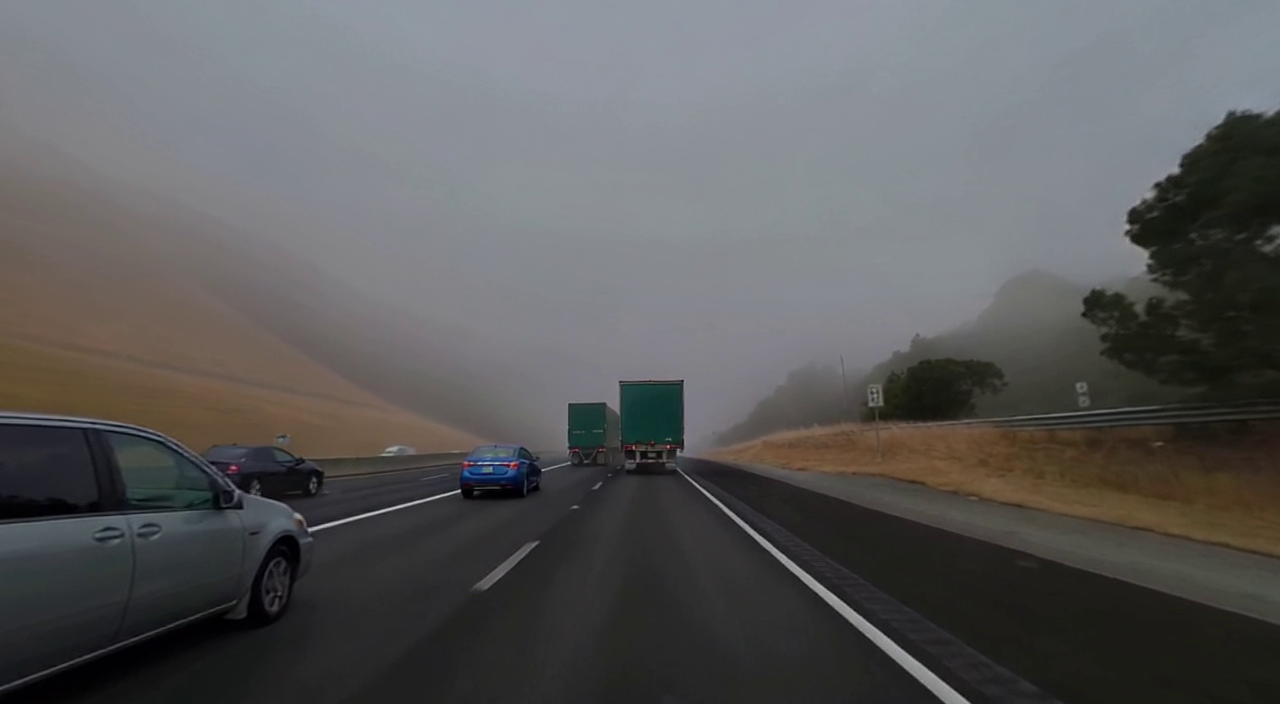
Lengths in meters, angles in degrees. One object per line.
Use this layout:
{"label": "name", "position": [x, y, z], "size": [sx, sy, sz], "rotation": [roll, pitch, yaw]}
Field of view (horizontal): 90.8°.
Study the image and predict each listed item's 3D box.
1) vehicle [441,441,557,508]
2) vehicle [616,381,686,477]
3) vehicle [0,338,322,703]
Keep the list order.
{"label": "vehicle", "position": [-3.359, 2.982, 15.929], "size": [1.950, 1.446, 4.224], "rotation": [0, -8, 0]}
{"label": "vehicle", "position": [0.617, 4.002, 31.860], "size": [2.913, 3.988, 10.874], "rotation": [0, -8, 2]}
{"label": "vehicle", "position": [-3.783, 0.852, 2.773], "size": [2.136, 1.779, 4.875], "rotation": [0, -8, 1]}
